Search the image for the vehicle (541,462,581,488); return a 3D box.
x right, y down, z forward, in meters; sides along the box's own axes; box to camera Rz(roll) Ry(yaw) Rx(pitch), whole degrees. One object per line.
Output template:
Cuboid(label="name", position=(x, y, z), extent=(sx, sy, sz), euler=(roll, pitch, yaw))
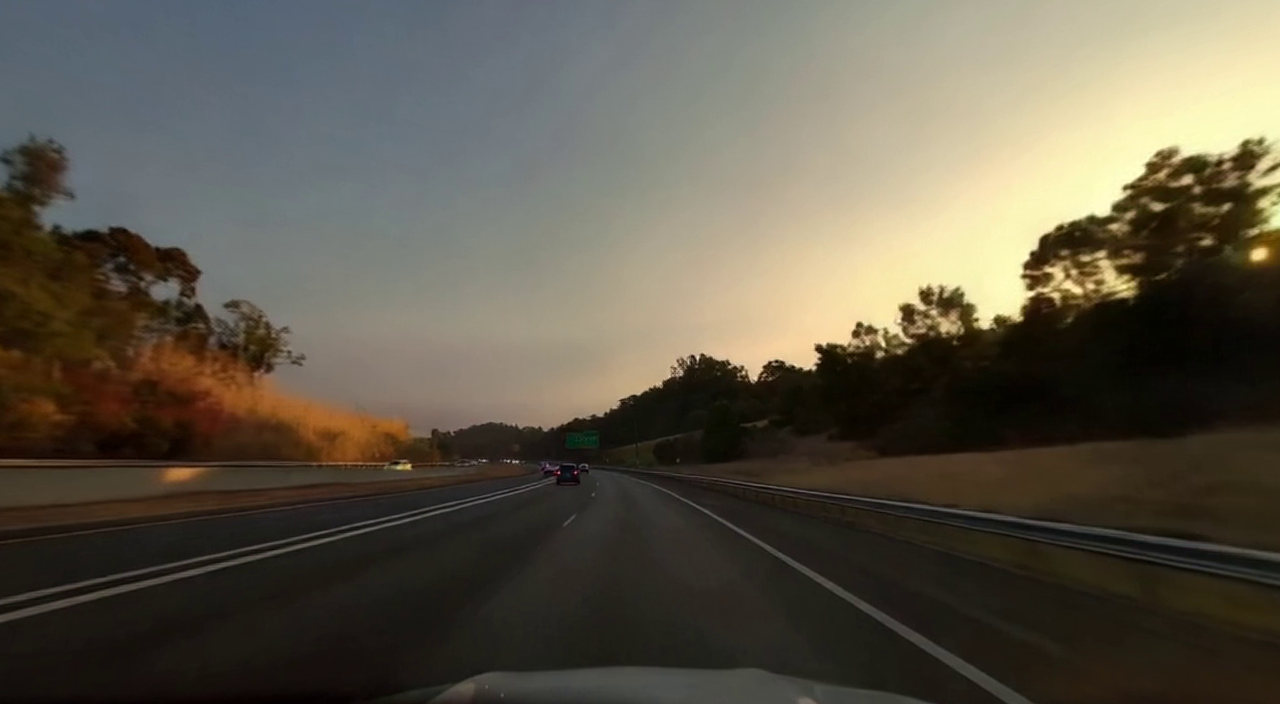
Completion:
Cuboid(label="vehicle", position=(-4.954, 7.835, 40.241), extent=(2.115, 1.546, 4.638), euler=(1, -10, -2))
